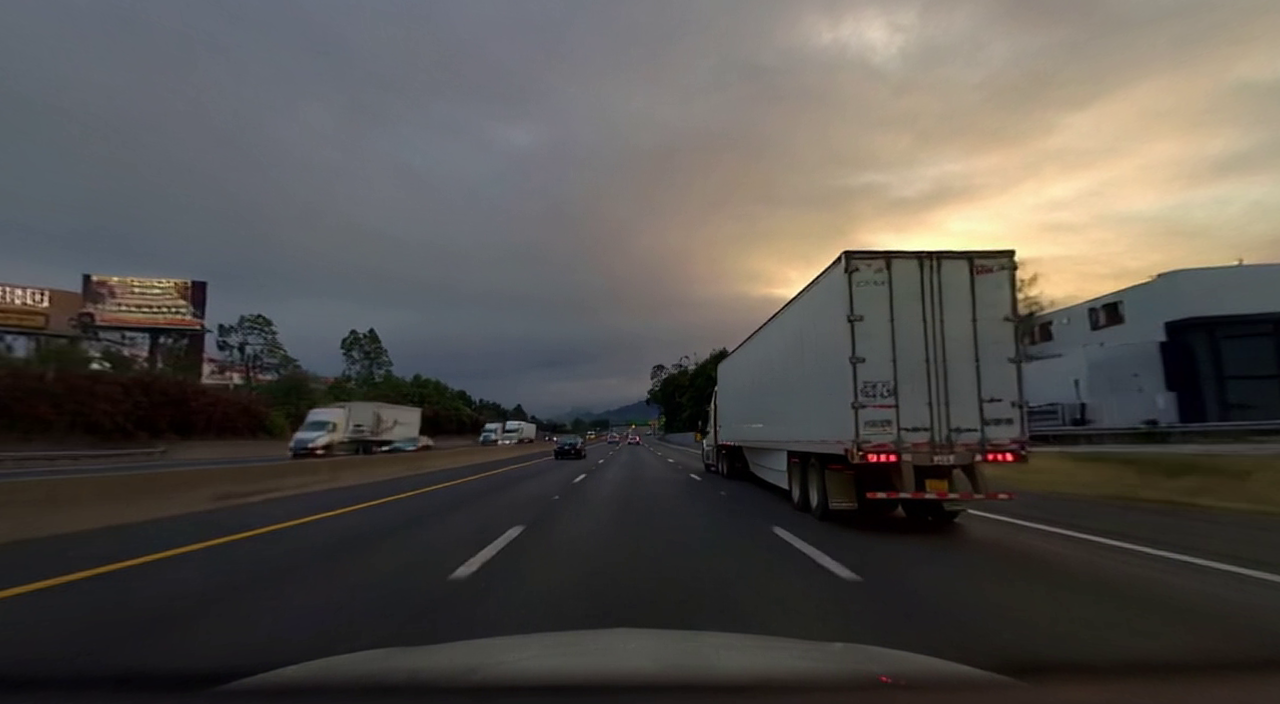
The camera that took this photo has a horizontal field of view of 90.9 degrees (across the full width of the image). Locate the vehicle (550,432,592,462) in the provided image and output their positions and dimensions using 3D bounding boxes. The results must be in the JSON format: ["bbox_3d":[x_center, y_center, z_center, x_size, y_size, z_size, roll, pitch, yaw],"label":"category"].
[{"bbox_3d":[-3.611,5.066,33.701,1.930,1.484,3.849,0,-8,-1],"label":"vehicle"}]

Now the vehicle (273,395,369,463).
[{"bbox_3d":[-20.268,4.971,40.497,3.028,3.981,5.863,0,-8,0],"label":"vehicle"}]

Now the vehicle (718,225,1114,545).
[{"bbox_3d":[3.928,1.084,13.139,2.871,3.815,11.331,0,-8,-1],"label":"vehicle"}]

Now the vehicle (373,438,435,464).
[{"bbox_3d":[-14.553,6.110,39.144,1.984,1.458,4.737,0,-8,1],"label":"vehicle"}]
